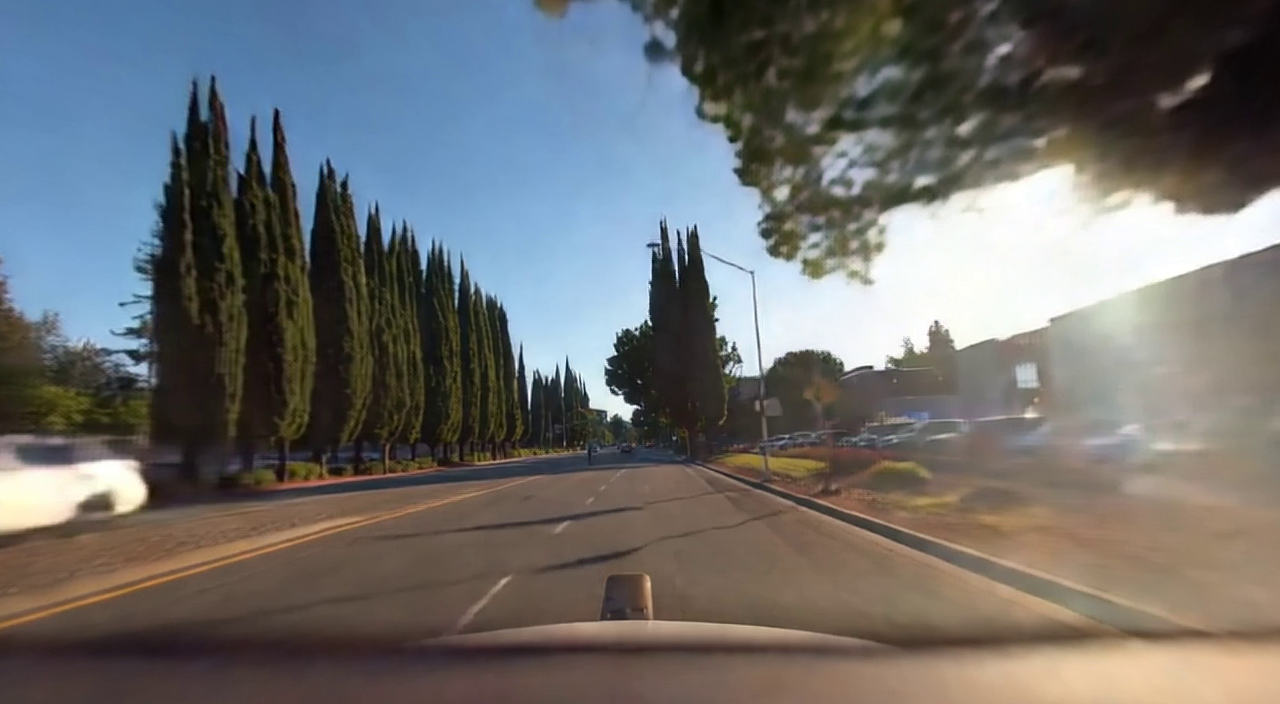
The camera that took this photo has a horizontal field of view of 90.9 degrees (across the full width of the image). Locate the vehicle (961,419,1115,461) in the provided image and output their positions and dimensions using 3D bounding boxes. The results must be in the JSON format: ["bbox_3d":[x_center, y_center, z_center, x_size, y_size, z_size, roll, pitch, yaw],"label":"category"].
[{"bbox_3d":[14.927,3.379,23.901,4.631,1.384,1.906,-7,-11,31],"label":"vehicle"}]

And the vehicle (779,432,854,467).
[{"bbox_3d":[8.159,4.580,29.658,2.056,1.449,4.679,-1,-9,-1],"label":"vehicle"}]

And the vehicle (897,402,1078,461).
[{"bbox_3d":[14.770,3.505,27.081,6.247,2.094,2.436,-10,-13,39],"label":"vehicle"}]

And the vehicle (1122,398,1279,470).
[{"bbox_3d":[14.640,1.974,15.317,4.387,1.532,1.930,-9,-11,34],"label":"vehicle"}]
